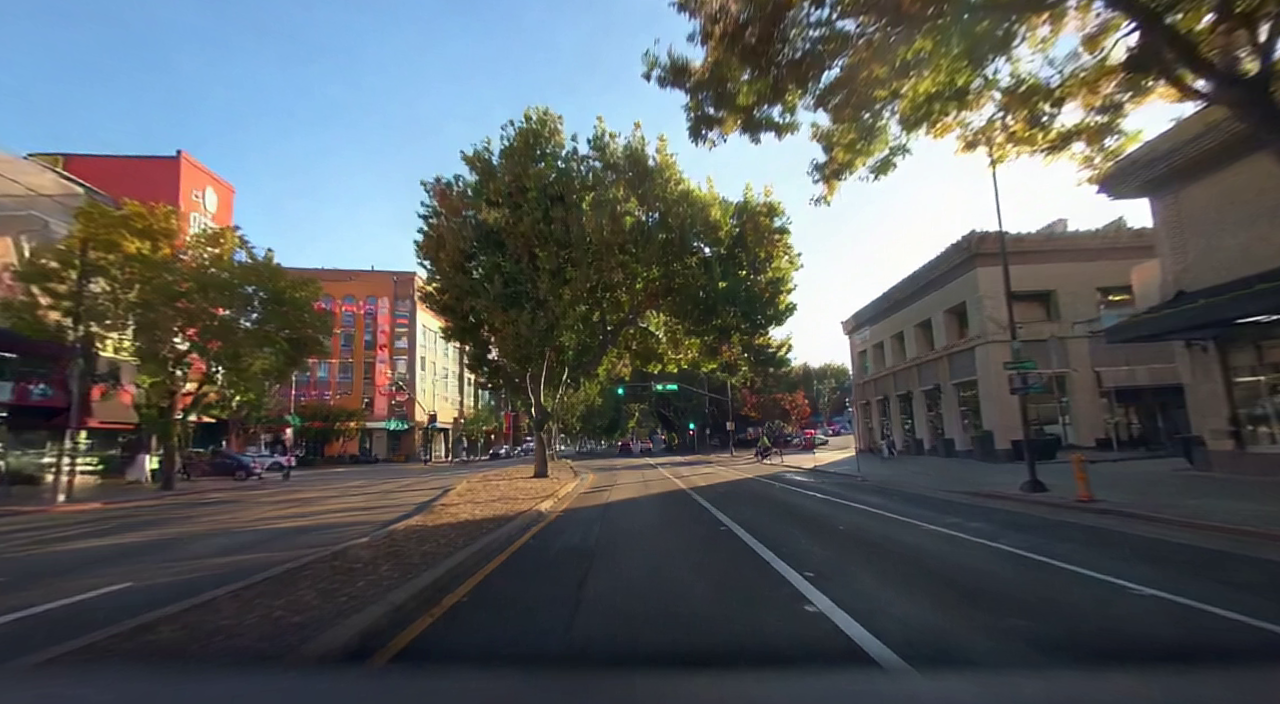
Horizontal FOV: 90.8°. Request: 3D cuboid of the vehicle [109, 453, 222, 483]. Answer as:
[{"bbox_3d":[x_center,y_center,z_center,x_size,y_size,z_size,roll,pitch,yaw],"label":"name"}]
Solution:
[{"bbox_3d":[-24.277,5.934,32.429,4.213,1.493,1.875,0,-8,-1],"label":"vehicle"}]
